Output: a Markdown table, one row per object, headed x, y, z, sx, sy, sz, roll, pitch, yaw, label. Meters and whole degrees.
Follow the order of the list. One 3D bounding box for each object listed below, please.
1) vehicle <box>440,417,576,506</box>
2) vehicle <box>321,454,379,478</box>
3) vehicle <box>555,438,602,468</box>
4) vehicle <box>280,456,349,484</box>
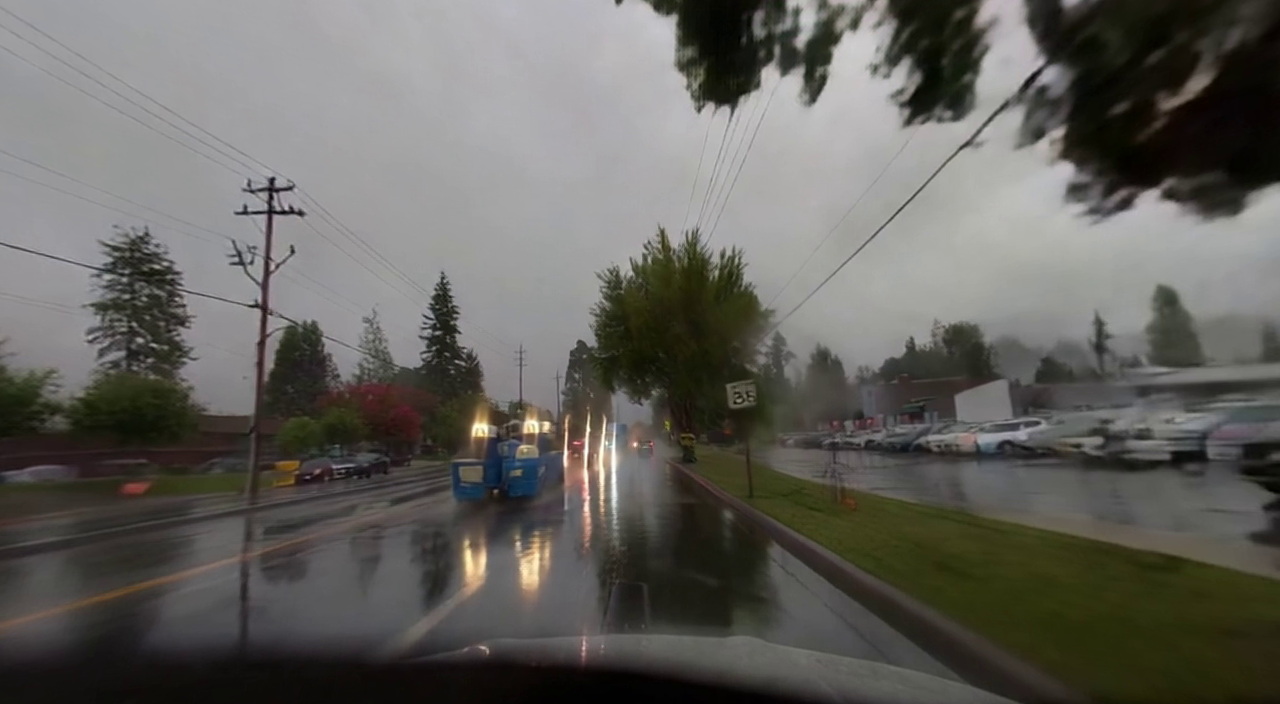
| x | y | z | sx | sy | sz | roll | pitch | yaw | label |
| --- | --- | --- | --- | --- | --- | --- | --- | --- | --- |
| -2.996 | 2.644 | 15.664 | 2.180 | 1.818 | 5.117 | 0 | -8 | 1 | vehicle |
| -20.282 | 7.962 | 44.348 | 2.231 | 1.478 | 4.603 | 1 | -8 | -5 | vehicle |
| -3.145 | 5.291 | 33.108 | 1.998 | 1.466 | 4.124 | 0 | -8 | 1 | vehicle |
| -19.744 | 7.142 | 38.493 | 2.099 | 1.449 | 4.749 | 1 | -8 | -6 | vehicle |
